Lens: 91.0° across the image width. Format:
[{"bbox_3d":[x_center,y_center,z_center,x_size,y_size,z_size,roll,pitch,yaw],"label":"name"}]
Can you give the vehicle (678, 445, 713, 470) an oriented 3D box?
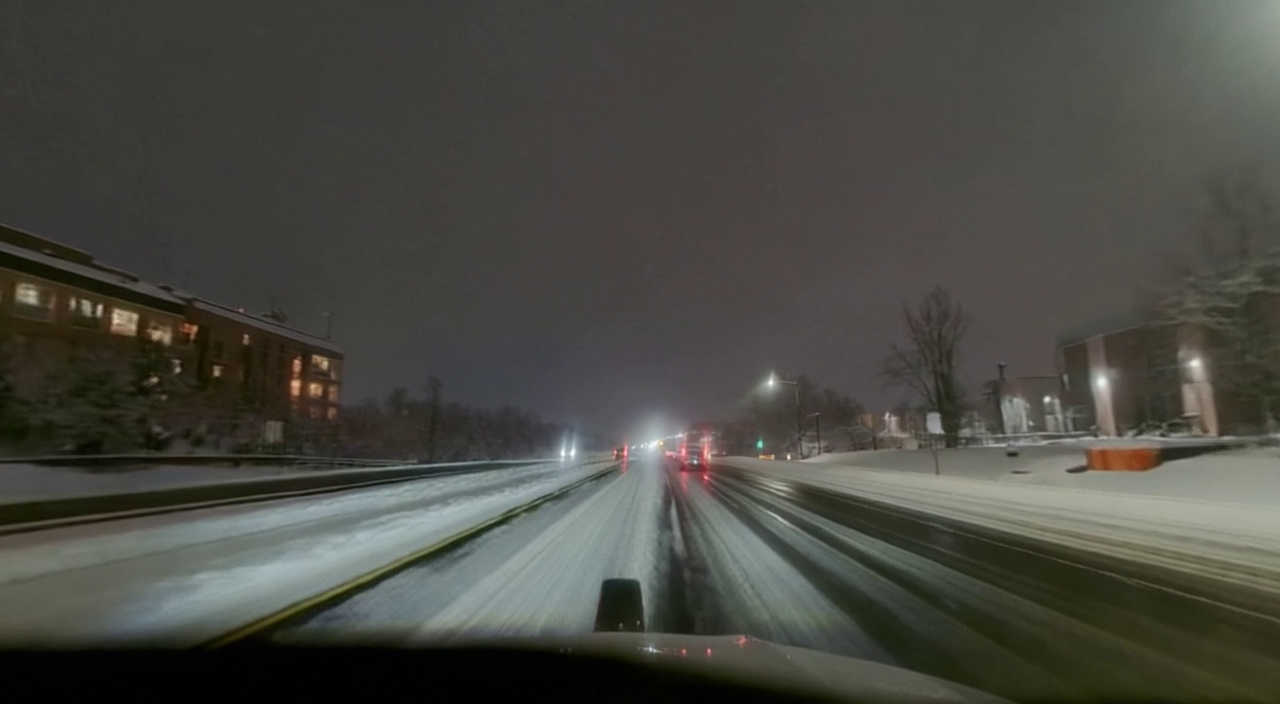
[{"bbox_3d":[3.682,7.101,42.514,1.974,1.557,4.479,0,-9,0],"label":"vehicle"}]
